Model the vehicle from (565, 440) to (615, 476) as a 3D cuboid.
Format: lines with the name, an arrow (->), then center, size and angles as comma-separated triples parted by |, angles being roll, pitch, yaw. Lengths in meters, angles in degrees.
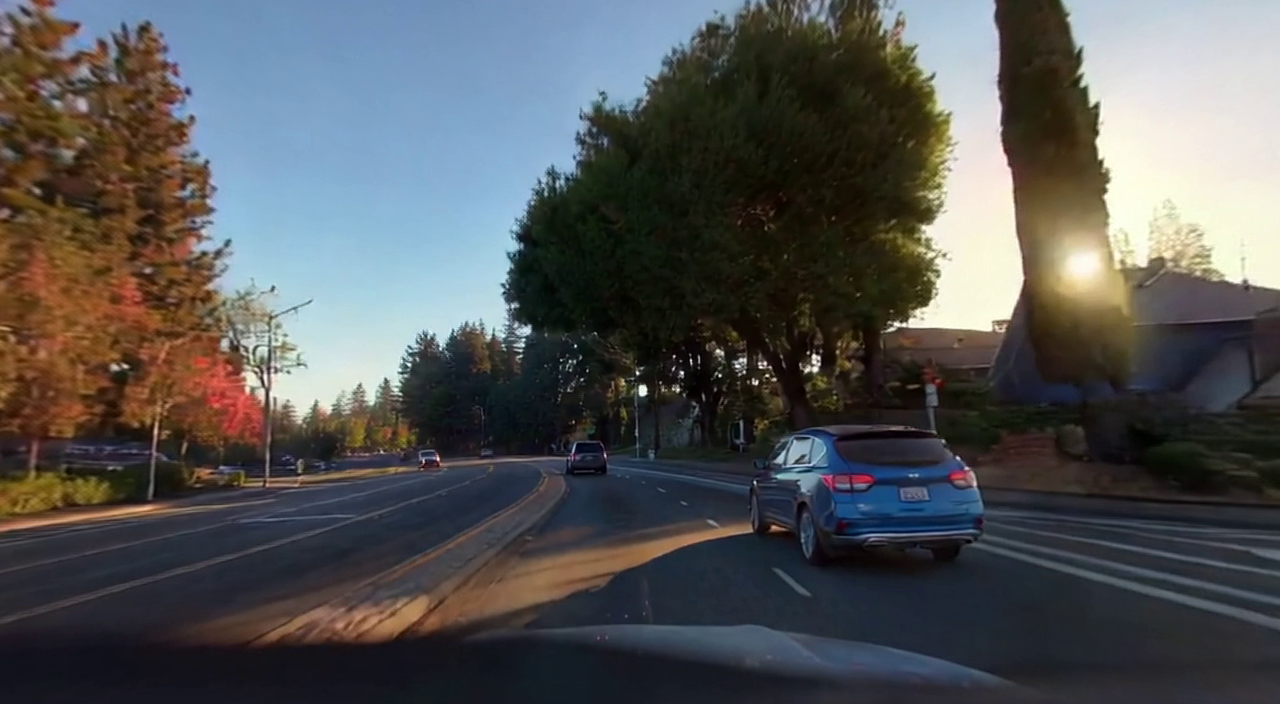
vehicle -> -2.828, 5.771, 34.694 | 2.185, 1.822, 4.583 | 1, -9, -11

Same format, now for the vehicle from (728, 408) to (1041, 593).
vehicle -> 2.588, 1.708, 8.173 | 2.024, 1.686, 4.588 | 0, -9, -3

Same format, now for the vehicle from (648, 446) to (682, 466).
vehicle -> 1.903, 8.133, 49.335 | 1.800, 1.511, 3.904 | 2, -9, -12
